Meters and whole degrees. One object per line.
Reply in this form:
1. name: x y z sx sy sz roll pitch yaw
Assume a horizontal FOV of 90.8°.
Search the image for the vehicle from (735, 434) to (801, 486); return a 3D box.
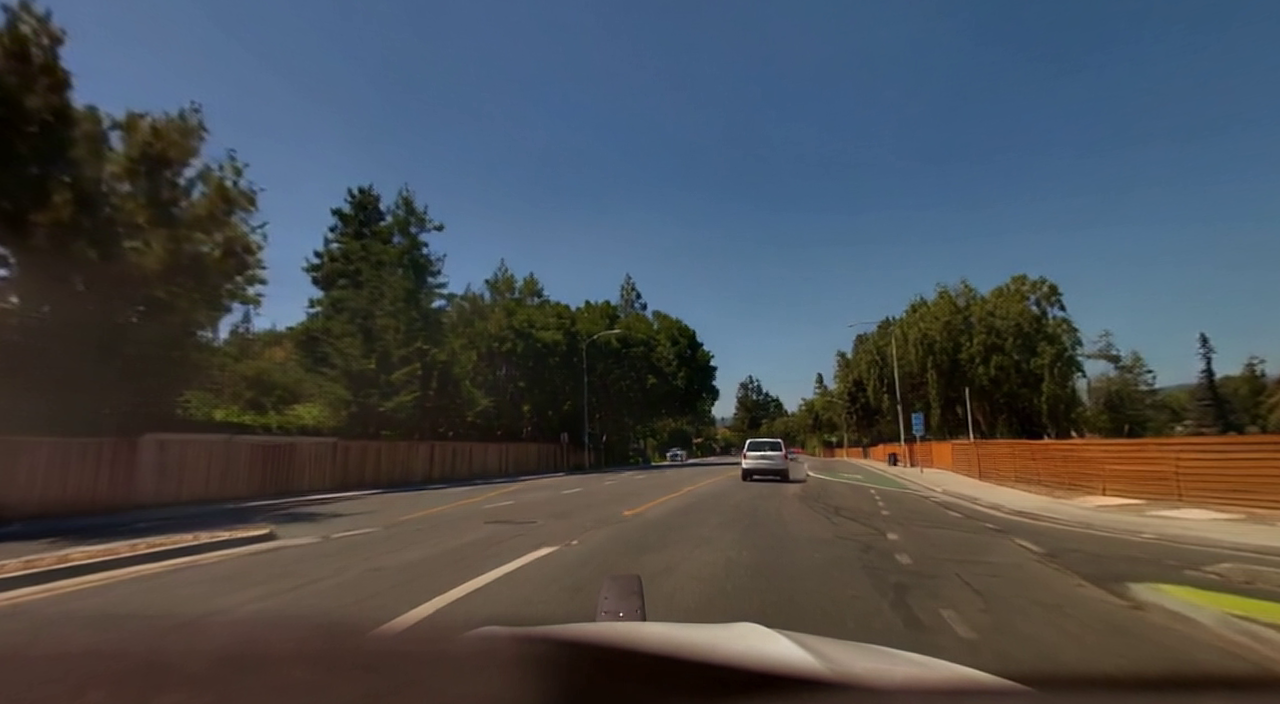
1. vehicle: 5.122 4.214 24.809 2.230 1.827 4.580 -2 -9 14
